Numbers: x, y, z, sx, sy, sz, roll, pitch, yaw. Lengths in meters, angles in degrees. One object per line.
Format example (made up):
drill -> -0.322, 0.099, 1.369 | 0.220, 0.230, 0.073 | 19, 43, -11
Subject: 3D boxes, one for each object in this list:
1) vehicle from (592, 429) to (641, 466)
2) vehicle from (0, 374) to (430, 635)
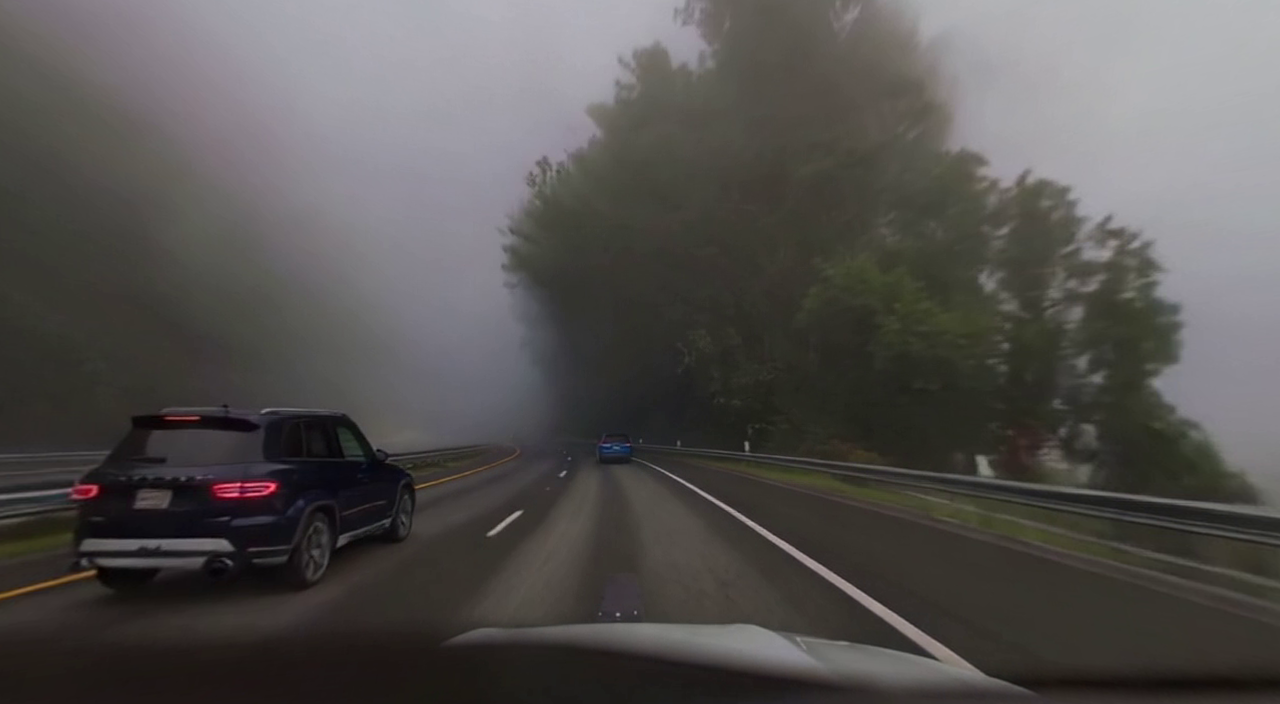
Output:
vehicle -> -1.308, 5.096, 33.794 | 2.452, 1.857, 4.022 | 1, -8, -4
vehicle -> -4.129, 1.409, 6.930 | 2.053, 1.847, 4.760 | 0, -8, -1
